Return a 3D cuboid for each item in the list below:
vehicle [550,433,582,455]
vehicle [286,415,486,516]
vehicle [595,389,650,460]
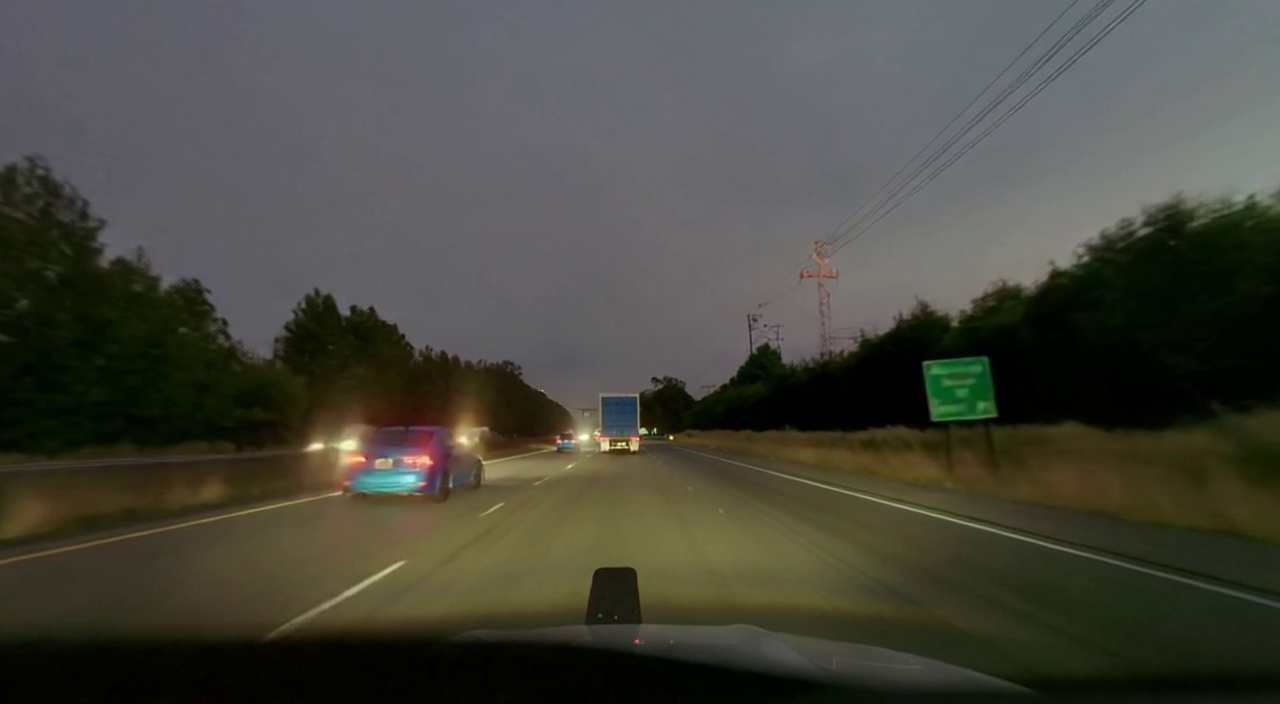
[{"bbox_3d":[-5.394,6.754,46.338,1.934,1.549,4.194,0,-8,-2],"label":"vehicle"},{"bbox_3d":[-4.641,2.129,12.406,2.117,1.618,4.480,0,-8,-1],"label":"vehicle"},{"bbox_3d":[-1.093,4.641,39.391,2.955,3.851,9.915,0,-8,-2],"label":"vehicle"}]
